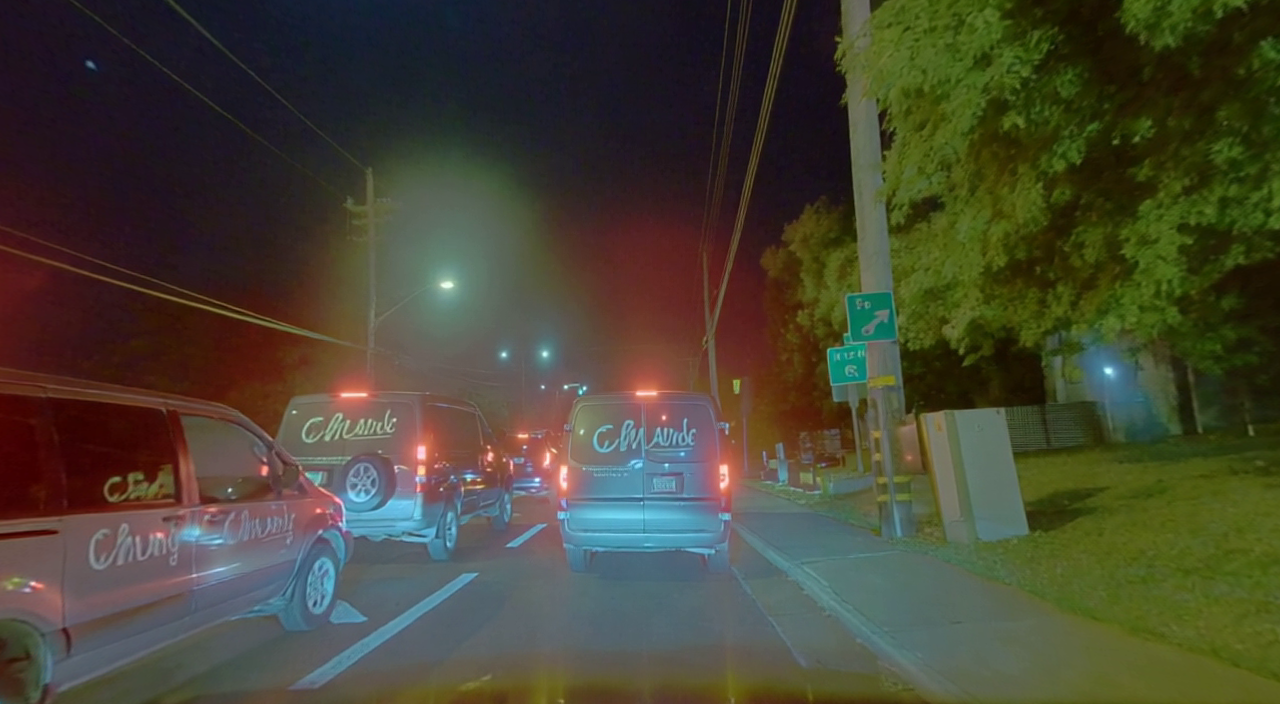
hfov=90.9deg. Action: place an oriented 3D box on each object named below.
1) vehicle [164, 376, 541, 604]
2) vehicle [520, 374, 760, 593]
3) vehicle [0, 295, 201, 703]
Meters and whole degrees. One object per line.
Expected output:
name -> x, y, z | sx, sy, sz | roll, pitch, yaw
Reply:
vehicle -> -2.755, 1.481, 7.623 | 2.109, 1.851, 4.749 | -1, -8, 3
vehicle -> 0.106, 1.461, 7.695 | 2.117, 1.911, 4.095 | -1, -8, 3
vehicle -> -3.100, 0.481, 0.239 | 2.160, 1.796, 4.997 | 0, -8, 1
